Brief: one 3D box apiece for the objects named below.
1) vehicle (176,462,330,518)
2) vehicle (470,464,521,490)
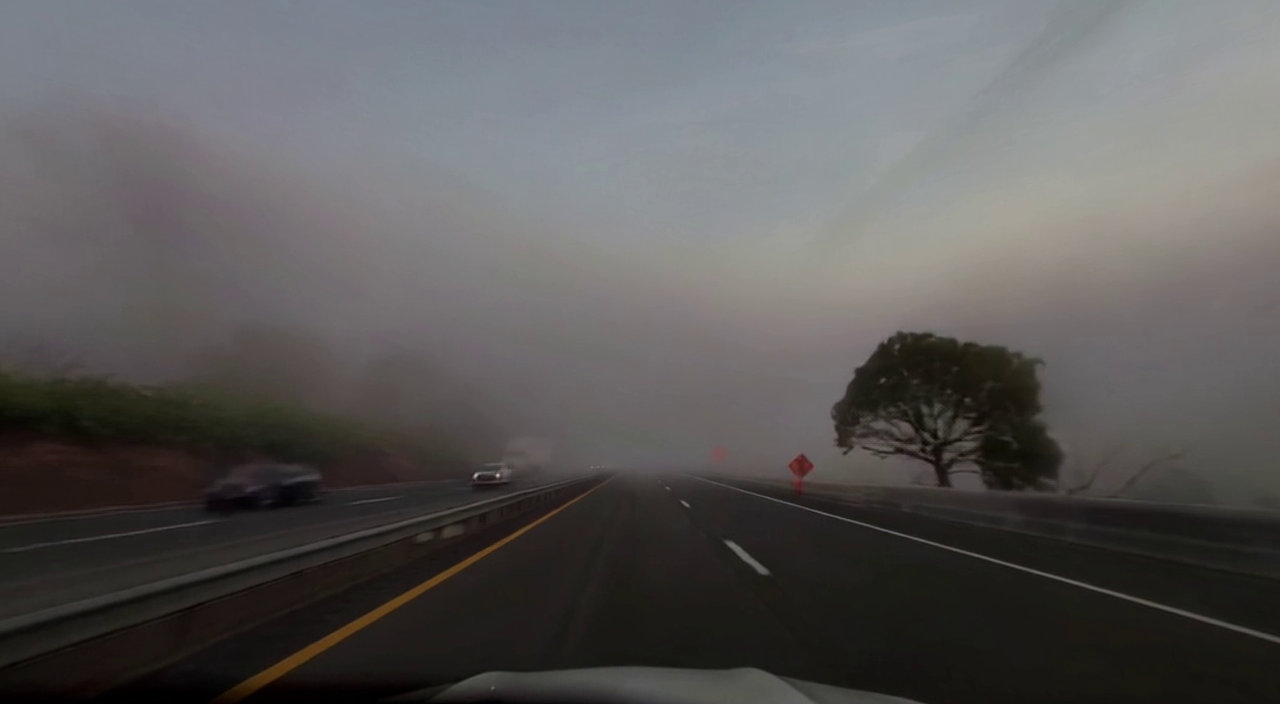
[{"bbox_3d":[-11.755,4.204,19.591,1.881,1.504,4.462,1,-10,1],"label":"vehicle"},{"bbox_3d":[-8.888,7.736,39.191,1.921,1.479,4.747,1,-10,1],"label":"vehicle"}]
